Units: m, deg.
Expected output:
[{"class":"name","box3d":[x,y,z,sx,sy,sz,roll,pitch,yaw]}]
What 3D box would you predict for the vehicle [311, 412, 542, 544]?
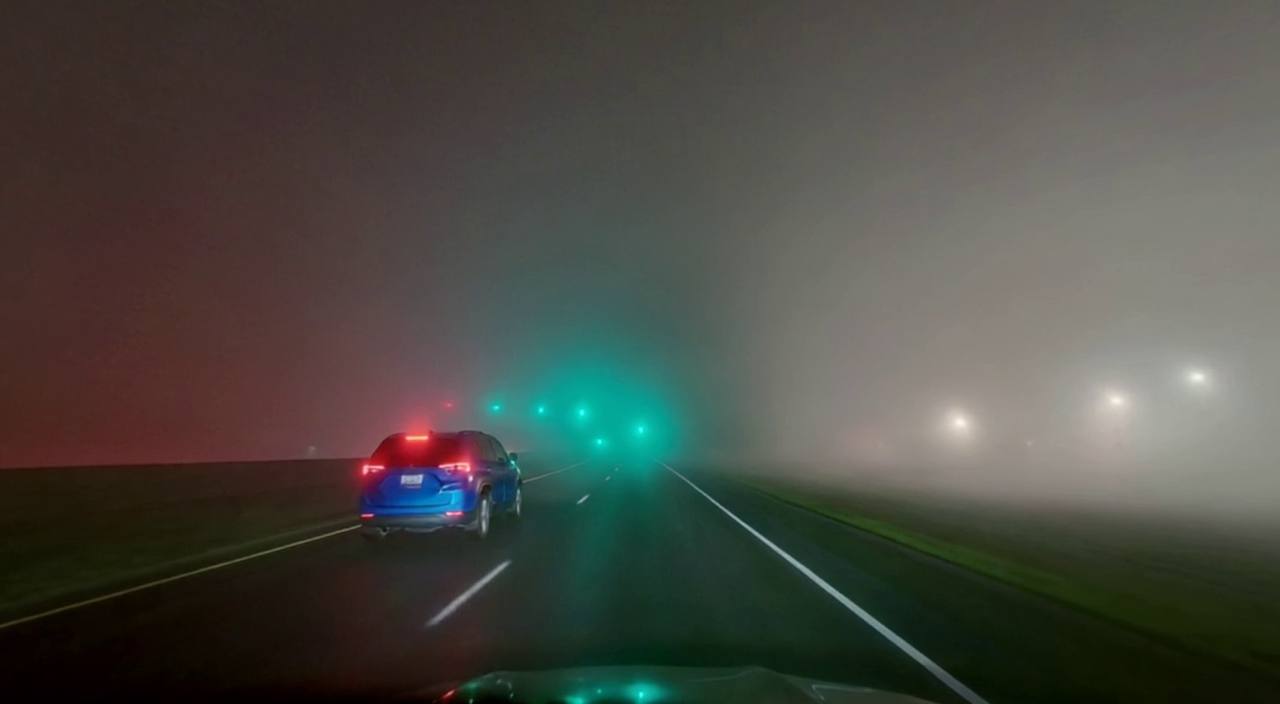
[{"class":"vehicle","box3d":[-3.426,2.153,11.510,2.336,1.857,4.986,0,-8,2]}]
